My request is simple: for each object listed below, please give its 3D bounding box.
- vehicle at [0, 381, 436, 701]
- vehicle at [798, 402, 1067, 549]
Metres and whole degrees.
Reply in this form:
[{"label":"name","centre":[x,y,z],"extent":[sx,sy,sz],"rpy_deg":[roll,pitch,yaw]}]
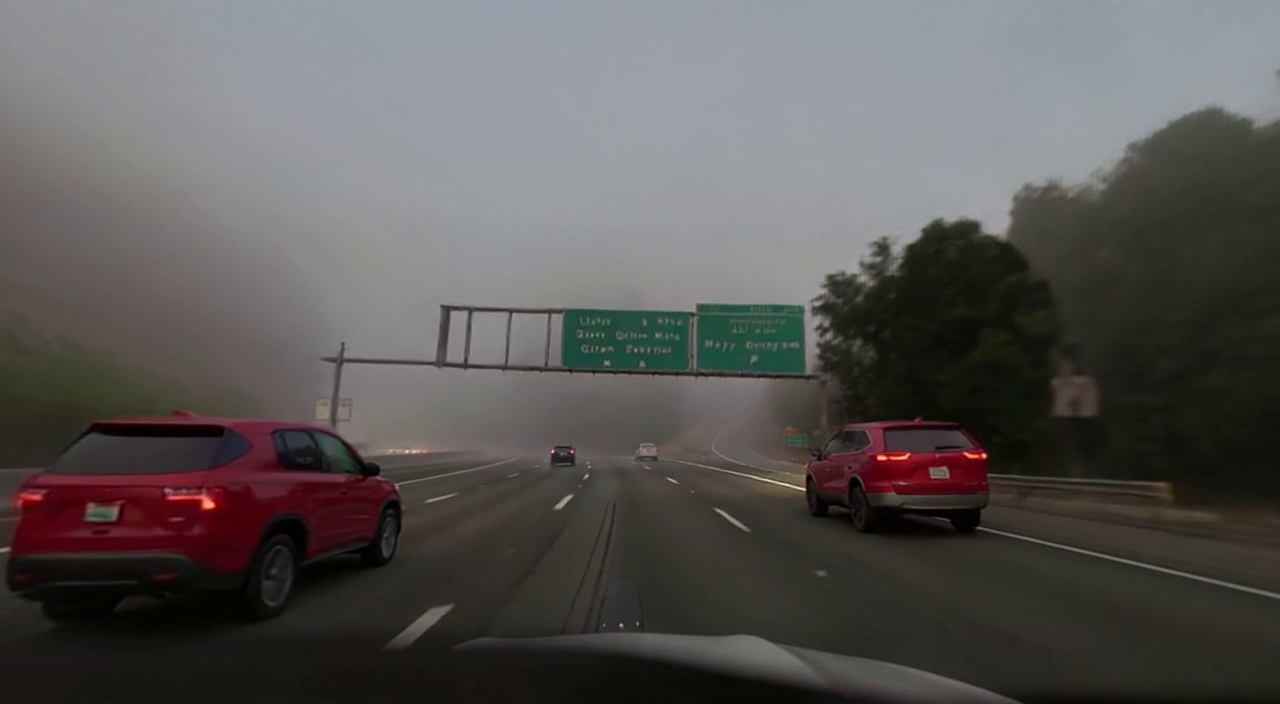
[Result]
[{"label":"vehicle","centre":[-3.759,1.393,5.873],"extent":[2.213,1.766,4.598],"rpy_deg":[0,-9,0]},{"label":"vehicle","centre":[4.464,1.990,10.782],"extent":[2.103,1.903,4.837],"rpy_deg":[0,-9,-2]}]
